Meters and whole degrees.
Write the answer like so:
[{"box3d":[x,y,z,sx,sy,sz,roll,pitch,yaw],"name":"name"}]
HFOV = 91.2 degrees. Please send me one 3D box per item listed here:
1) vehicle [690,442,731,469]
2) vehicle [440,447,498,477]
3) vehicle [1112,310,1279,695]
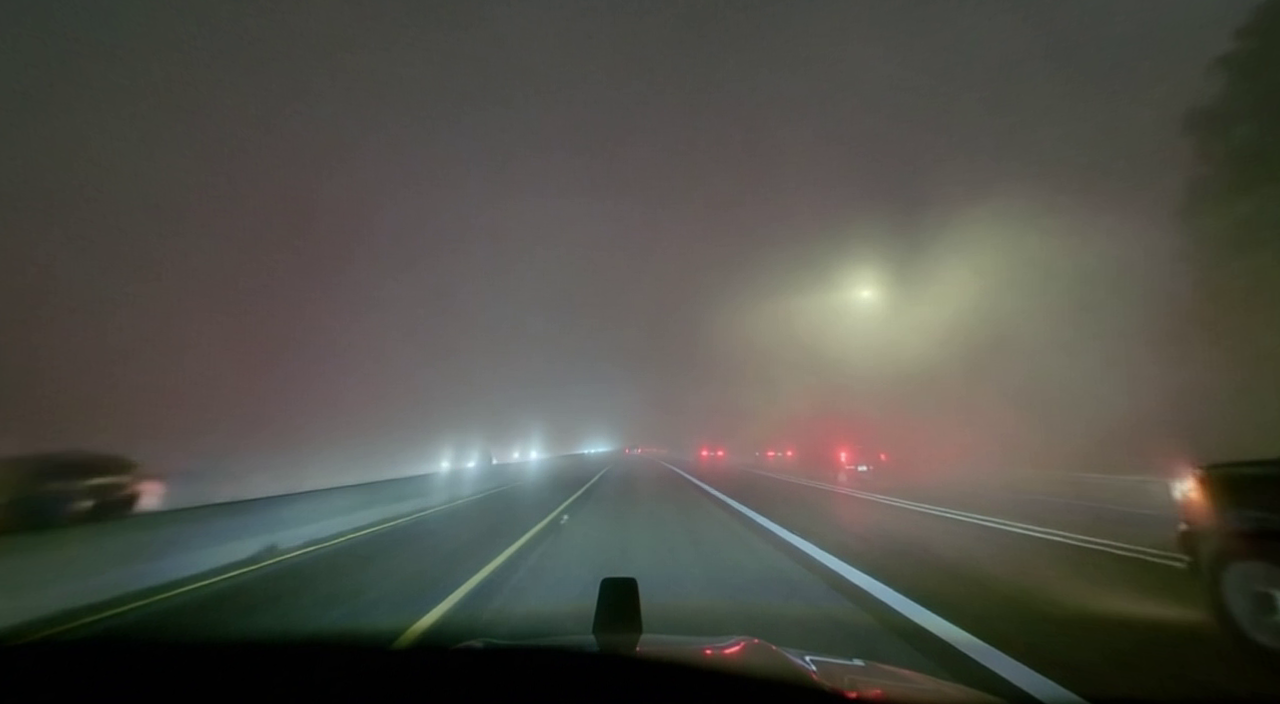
[{"box3d":[4.128,6.140,37.243,1.917,1.488,3.693,0,-9,-1],"name":"vehicle"},{"box3d":[-9.338,6.013,34.529,2.017,1.518,4.337,0,-9,-1],"name":"vehicle"},{"box3d":[4.284,0.505,1.539,2.177,1.914,5.245,0,-9,1],"name":"vehicle"}]
